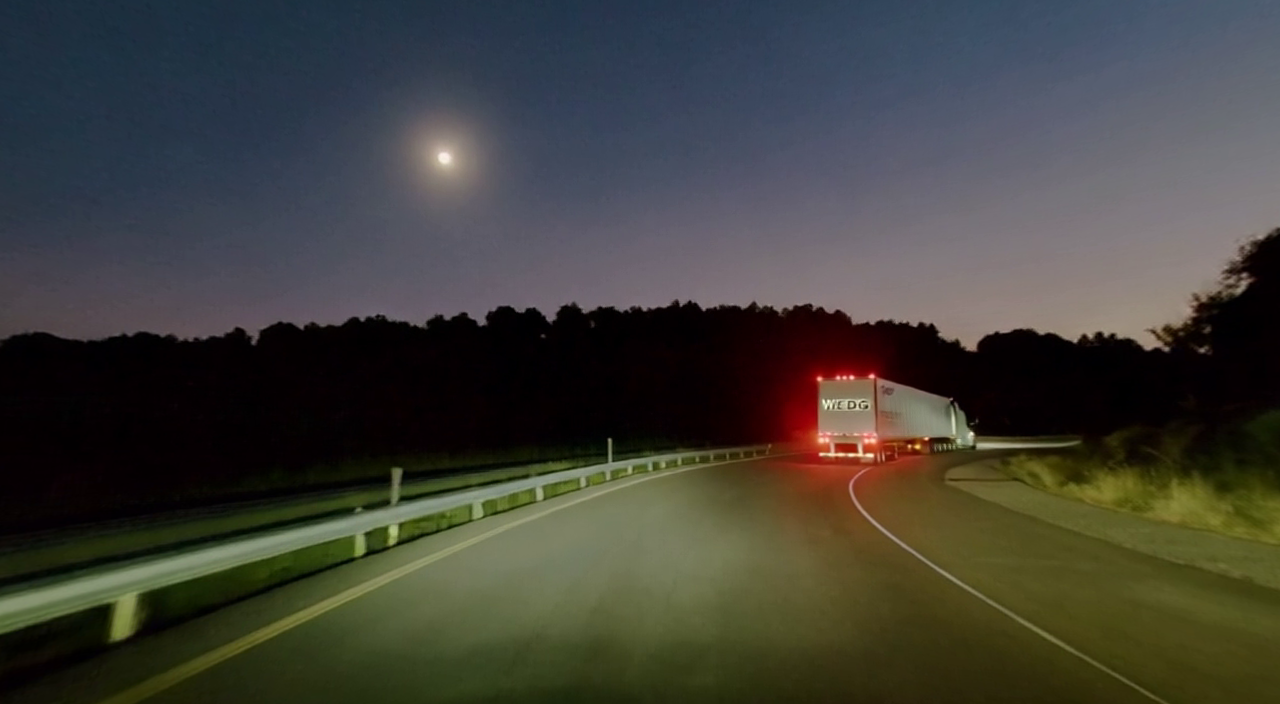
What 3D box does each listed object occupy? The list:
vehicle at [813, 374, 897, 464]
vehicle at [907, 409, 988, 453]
[{"bbox_3d":[9.805,3.105,28.584,2.963,3.771,3.137,-4,-9,29],"label":"vehicle"},{"bbox_3d":[19.067,4.908,38.775,6.650,2.524,2.120,7,-11,-43],"label":"vehicle"}]
